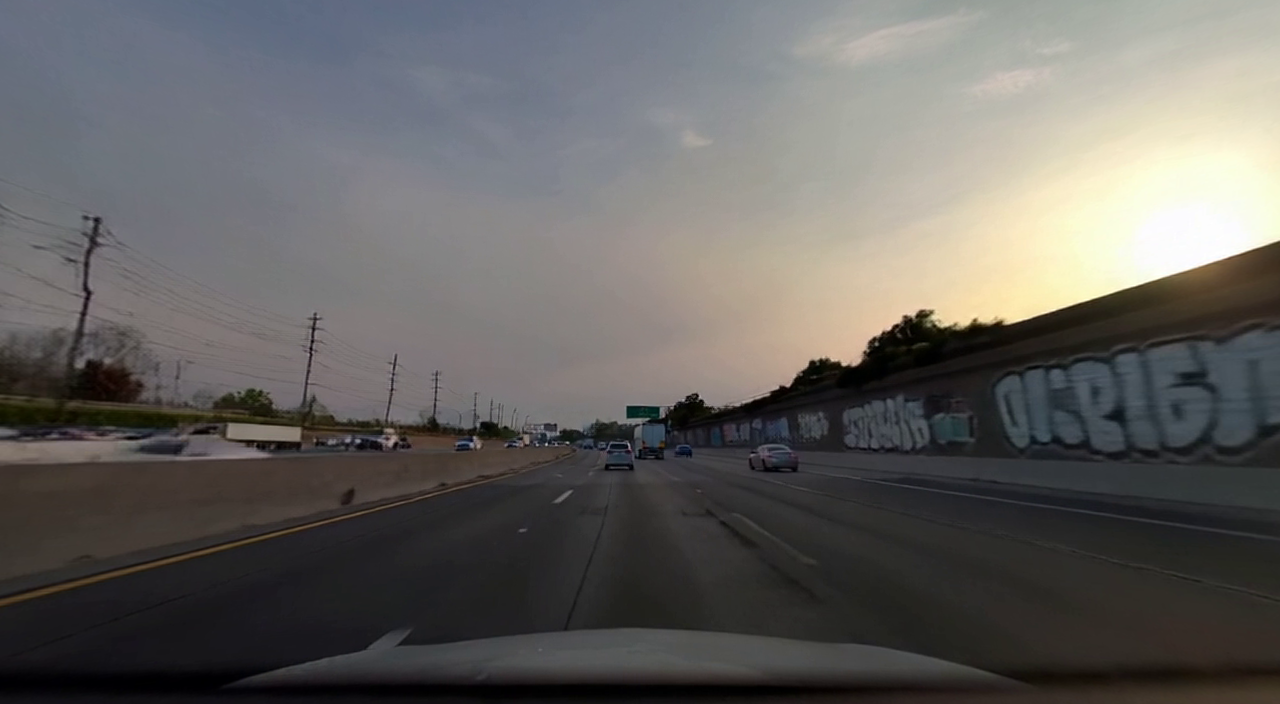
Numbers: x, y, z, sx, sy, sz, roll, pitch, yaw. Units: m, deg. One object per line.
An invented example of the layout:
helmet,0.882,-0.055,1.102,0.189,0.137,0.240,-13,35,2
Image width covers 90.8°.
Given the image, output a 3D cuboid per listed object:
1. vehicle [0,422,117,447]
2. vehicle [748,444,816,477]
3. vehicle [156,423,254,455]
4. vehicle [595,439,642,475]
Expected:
vehicle,-30.719,4.366,33.258,4.589,1.209,2.187,5,-10,-32
vehicle,6.797,5.250,30.831,2.018,1.451,4.762,0,-9,-2
vehicle,-31.592,6.352,45.965,5.594,2.183,2.388,6,-11,-36
vehicle,-1.053,5.220,31.481,2.191,1.685,3.353,0,-9,-2
